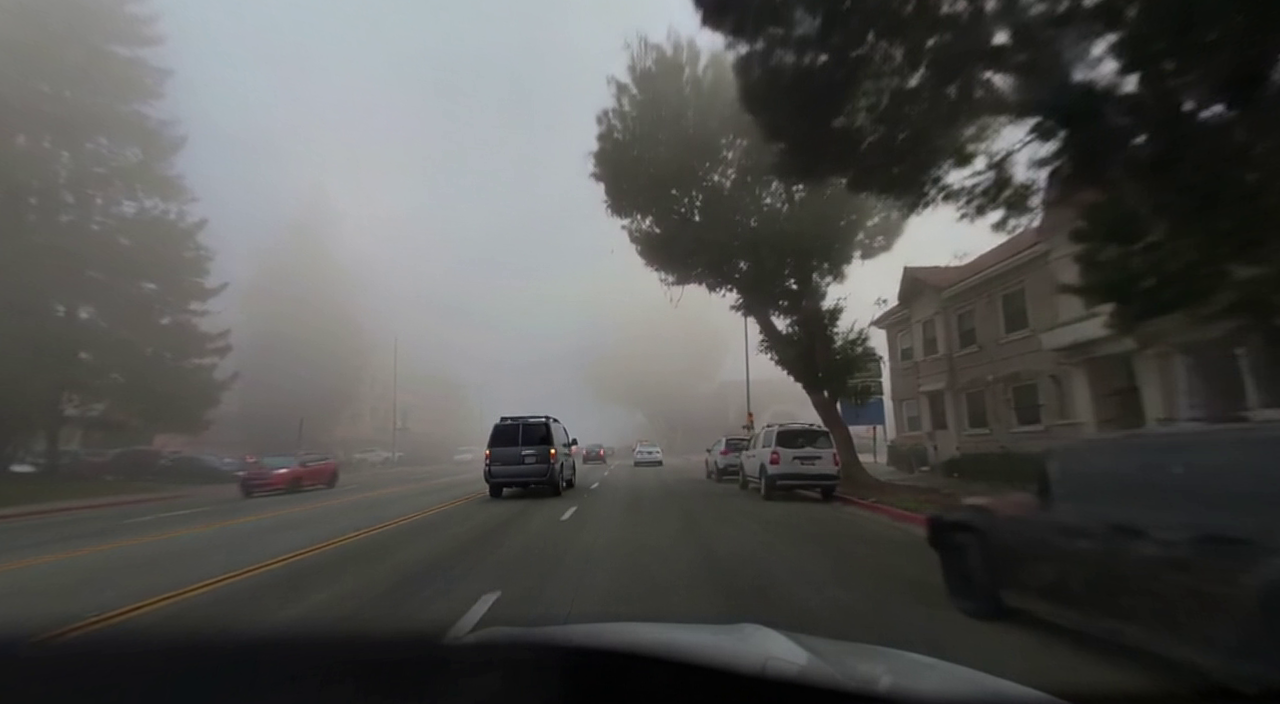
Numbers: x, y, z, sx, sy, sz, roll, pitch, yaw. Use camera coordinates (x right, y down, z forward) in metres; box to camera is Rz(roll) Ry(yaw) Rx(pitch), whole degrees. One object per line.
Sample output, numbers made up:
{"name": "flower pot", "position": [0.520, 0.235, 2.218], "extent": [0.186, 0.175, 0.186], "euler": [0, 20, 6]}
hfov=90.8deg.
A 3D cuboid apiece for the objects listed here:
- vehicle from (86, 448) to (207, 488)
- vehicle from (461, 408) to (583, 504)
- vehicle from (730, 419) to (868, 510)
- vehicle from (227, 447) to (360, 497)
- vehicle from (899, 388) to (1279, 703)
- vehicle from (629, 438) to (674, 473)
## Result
{"name": "vehicle", "position": [-25.075, 5.874, 32.439], "extent": [2.095, 1.862, 5.261], "euler": [1, -9, -3]}
{"name": "vehicle", "position": [-2.881, 2.723, 16.793], "extent": [2.213, 2.123, 5.124], "euler": [0, -9, 0]}
{"name": "vehicle", "position": [3.661, 2.709, 15.613], "extent": [2.090, 1.861, 4.805], "euler": [0, -9, -1]}
{"name": "vehicle", "position": [-12.730, 4.392, 23.739], "extent": [2.006, 1.643, 5.272], "euler": [0, -9, 0]}
{"name": "vehicle", "position": [3.749, 1.132, 3.851], "extent": [2.047, 1.584, 5.135], "euler": [0, -9, -1]}
{"name": "vehicle", "position": [0.536, 5.284, 32.499], "extent": [2.126, 1.657, 4.132], "euler": [0, -9, 0]}
